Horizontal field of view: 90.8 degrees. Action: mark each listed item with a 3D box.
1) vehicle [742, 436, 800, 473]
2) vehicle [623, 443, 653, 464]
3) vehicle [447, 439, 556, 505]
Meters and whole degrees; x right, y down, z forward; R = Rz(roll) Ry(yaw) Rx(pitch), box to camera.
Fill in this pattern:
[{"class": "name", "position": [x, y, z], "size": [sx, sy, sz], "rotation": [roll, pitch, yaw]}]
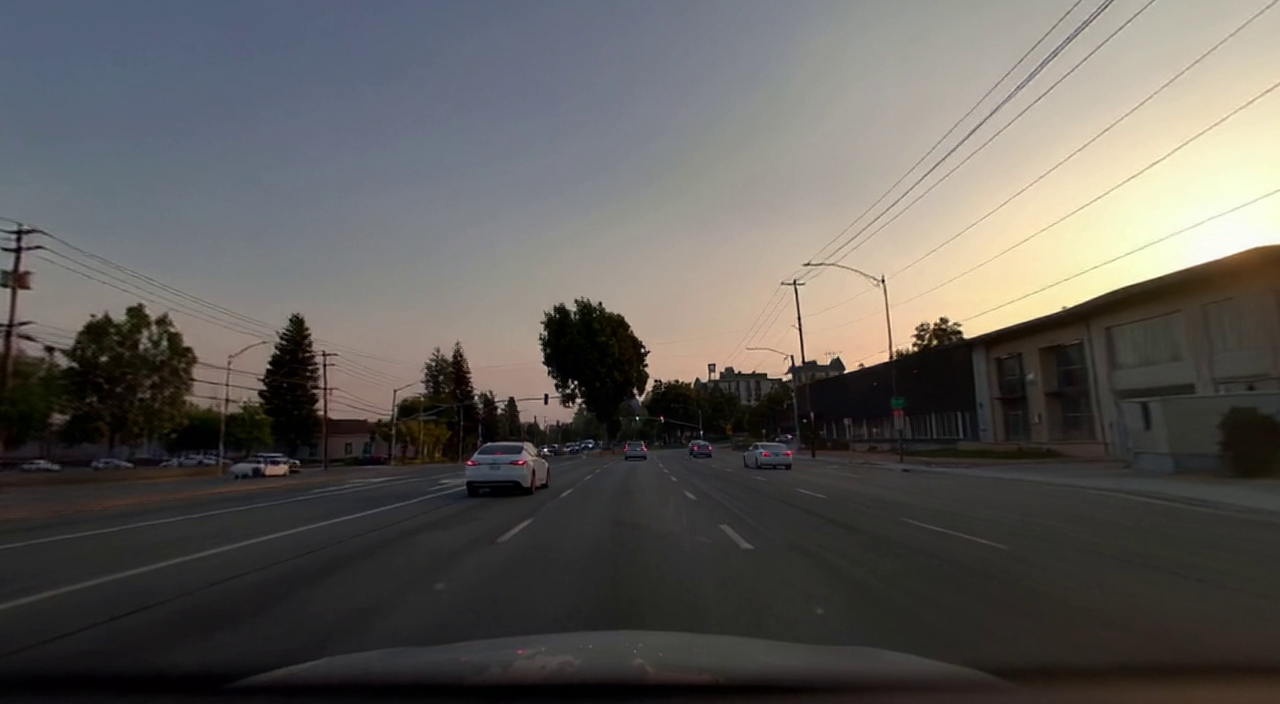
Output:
[{"class": "vehicle", "position": [6.538, 5.156, 32.032], "size": [1.945, 1.706, 4.190], "rotation": [0, -8, -2]}, {"class": "vehicle", "position": [-0.161, 7.272, 45.496], "size": [2.098, 1.431, 3.958], "rotation": [0, -8, -1]}, {"class": "vehicle", "position": [-3.391, 3.013, 16.357], "size": [1.837, 1.463, 4.311], "rotation": [0, -8, 0]}]
